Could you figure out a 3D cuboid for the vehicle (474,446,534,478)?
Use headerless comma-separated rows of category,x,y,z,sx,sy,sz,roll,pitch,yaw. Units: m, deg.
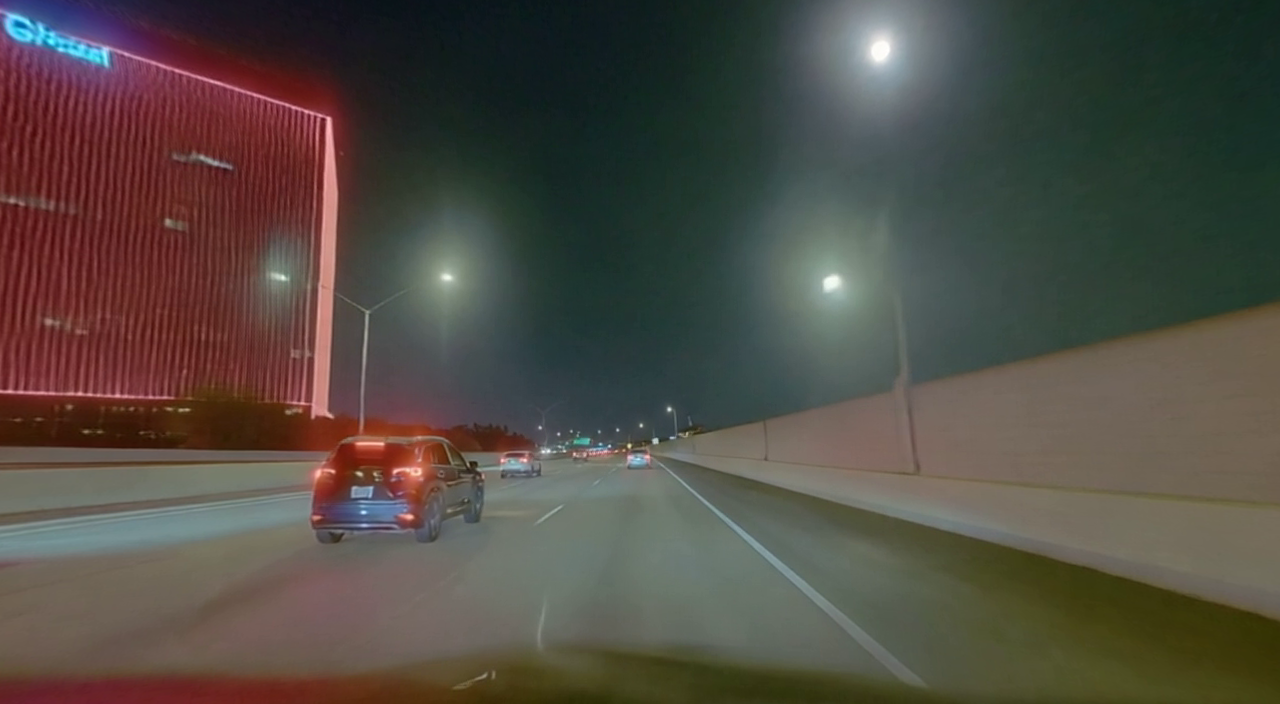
vehicle,-7.220,5.884,34.005,1.998,1.542,4.953,0,-9,1

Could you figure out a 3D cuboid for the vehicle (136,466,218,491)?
vehicle,-31.888,8.690,43.540,2.137,1.512,4.559,0,-9,1

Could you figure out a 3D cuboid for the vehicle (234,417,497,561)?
vehicle,-3.868,2.014,9.984,2.059,1.725,4.521,0,-9,1
